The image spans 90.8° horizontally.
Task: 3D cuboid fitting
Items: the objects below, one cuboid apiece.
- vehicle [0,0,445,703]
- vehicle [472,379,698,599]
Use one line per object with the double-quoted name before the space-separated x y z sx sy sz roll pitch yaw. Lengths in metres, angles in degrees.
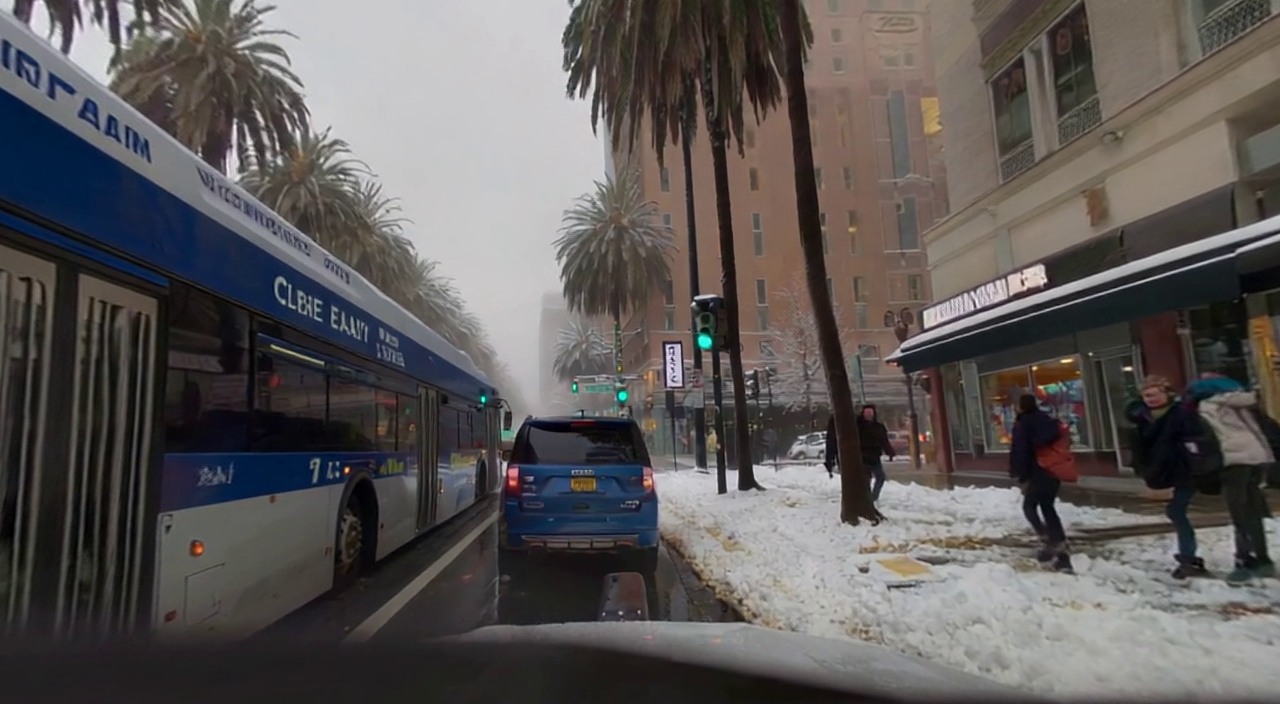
"vehicle" -3.742 0.091 2.823 2.863 3.233 11.573 0 -8 -4
"vehicle" -0.805 1.519 7.800 2.002 1.907 4.211 1 -9 -9
